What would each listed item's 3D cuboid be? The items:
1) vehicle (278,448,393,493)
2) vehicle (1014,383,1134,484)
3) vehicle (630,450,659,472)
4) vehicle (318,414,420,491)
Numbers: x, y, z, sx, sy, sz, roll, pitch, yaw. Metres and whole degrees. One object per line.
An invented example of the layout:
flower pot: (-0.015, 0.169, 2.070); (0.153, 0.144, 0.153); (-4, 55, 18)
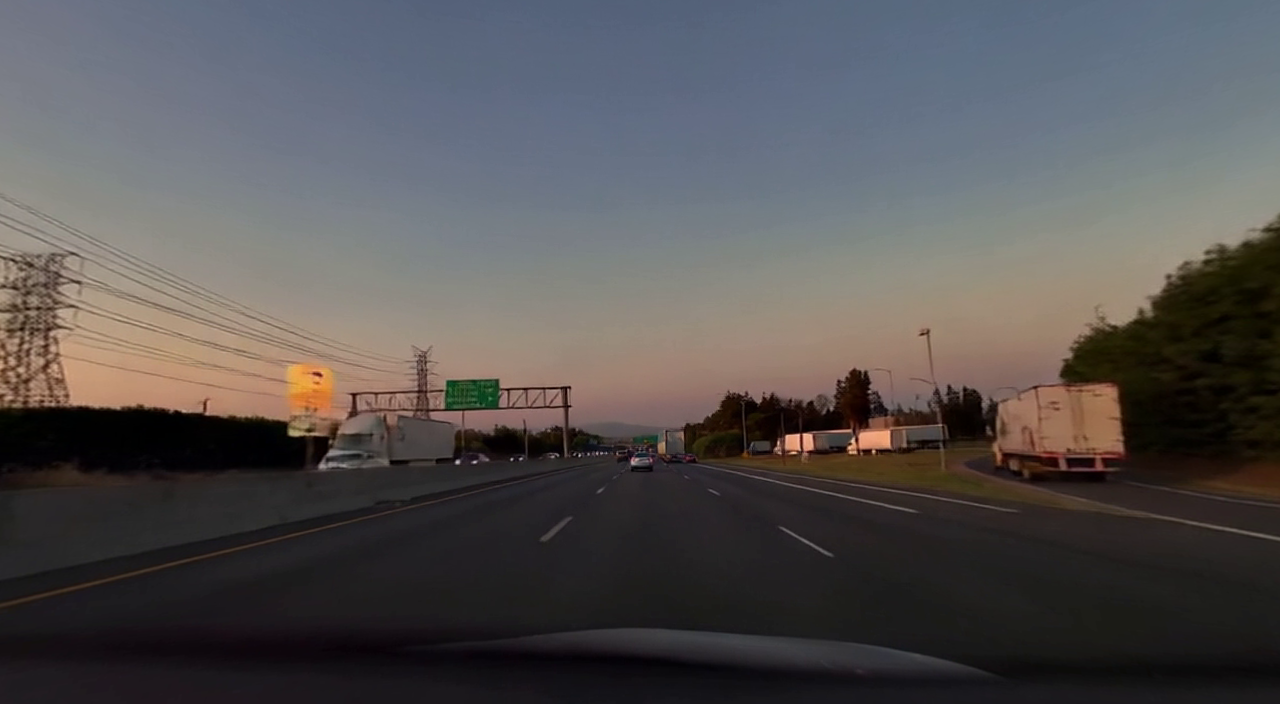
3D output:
vehicle: (-11.298, 4.412, 23.825); (1.950, 1.505, 4.757); (0, -9, 0)
vehicle: (21.731, 4.274, 32.200); (3.327, 4.408, 8.189); (-4, -10, 24)
vehicle: (0.319, 8.231, 47.727); (2.111, 1.599, 3.859); (0, -9, 1)
vehicle: (-15.508, 5.837, 36.643); (2.996, 4.046, 6.372); (0, -9, 0)
